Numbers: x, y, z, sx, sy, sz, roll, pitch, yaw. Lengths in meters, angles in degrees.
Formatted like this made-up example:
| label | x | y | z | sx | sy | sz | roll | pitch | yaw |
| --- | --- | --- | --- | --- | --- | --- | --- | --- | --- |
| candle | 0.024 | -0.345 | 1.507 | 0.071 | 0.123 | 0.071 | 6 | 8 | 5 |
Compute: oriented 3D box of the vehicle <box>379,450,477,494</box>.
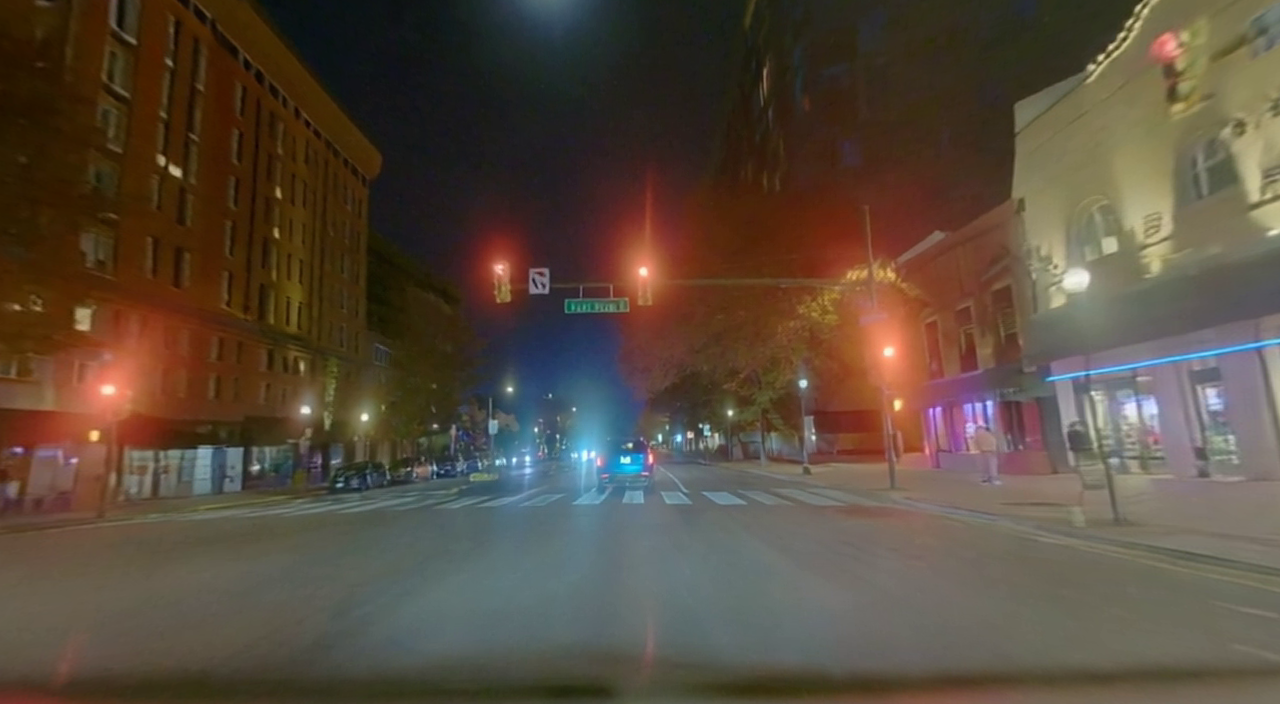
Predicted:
| label | x | y | z | sx | sy | sz | roll | pitch | yaw |
| --- | --- | --- | --- | --- | --- | --- | --- | --- | --- |
| vehicle | -8.125 | 4.608 | 24.748 | 2.152 | 1.468 | 4.737 | 0 | -8 | 1 |

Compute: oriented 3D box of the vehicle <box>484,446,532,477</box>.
| label | x | y | z | sx | sy | sz | roll | pitch | yaw |
| --- | --- | --- | --- | --- | --- | --- | --- | --- | --- |
| vehicle | -8.123 | 6.722 | 39.123 | 2.109 | 1.628 | 4.108 | -4 | -9 | -1 |

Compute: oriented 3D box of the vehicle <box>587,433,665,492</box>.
| label | x | y | z | sx | sy | sz | roll | pitch | yaw |
| --- | --- | --- | --- | --- | --- | --- | --- | --- | --- |
| vehicle | -0.438 | 3.742 | 21.833 | 2.382 | 1.796 | 4.610 | 0 | -8 | 0 |

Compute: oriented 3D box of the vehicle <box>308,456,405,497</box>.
| label | x | y | z | sx | sy | sz | roll | pitch | yaw |
| --- | --- | --- | --- | --- | --- | --- | --- | --- | --- |
| vehicle | -11.572 | 5.093 | 26.202 | 1.972 | 1.475 | 4.381 | 0 | -8 | 0 |
